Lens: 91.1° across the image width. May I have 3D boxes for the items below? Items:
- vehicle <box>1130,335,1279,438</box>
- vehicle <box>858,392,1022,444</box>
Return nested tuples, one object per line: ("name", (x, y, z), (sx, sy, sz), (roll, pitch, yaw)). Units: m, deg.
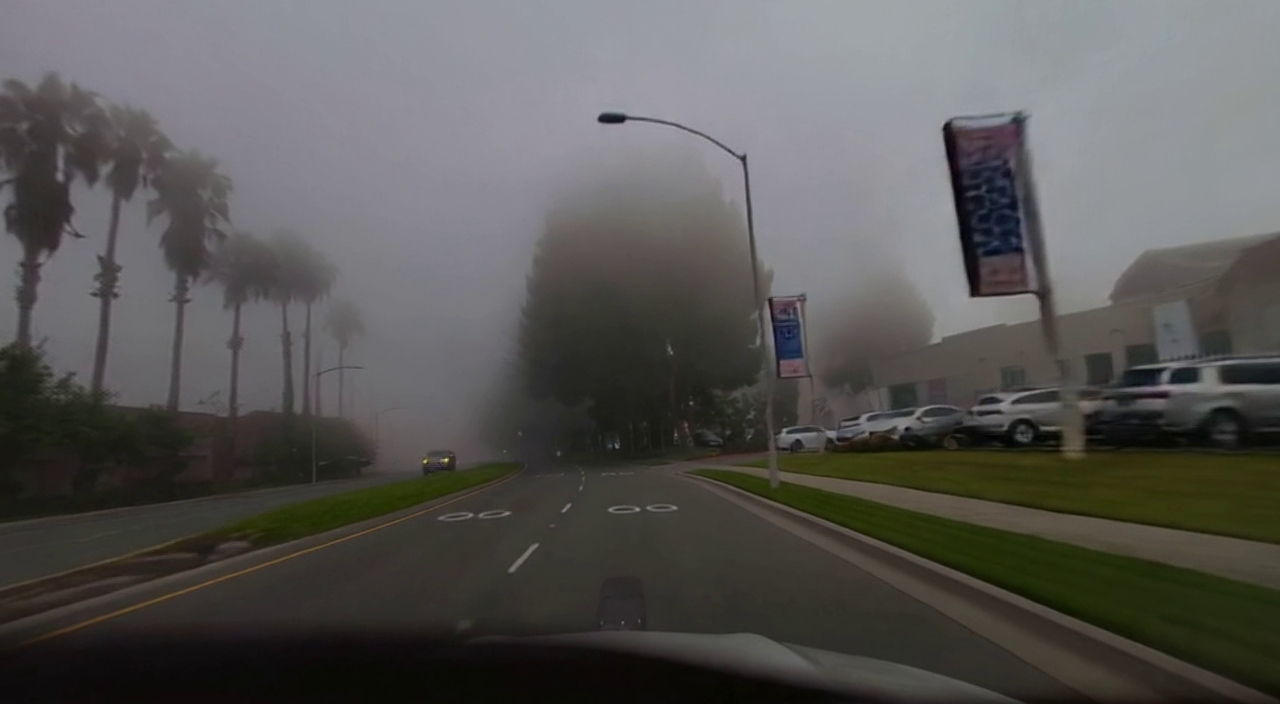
("vehicle", (11.526, 0.679, 11.089), (3.948, 1.625, 2.089), (0, -8, 0))
("vehicle", (10.323, 2.328, 21.872), (4.636, 1.695, 2.025), (0, -8, -1))
